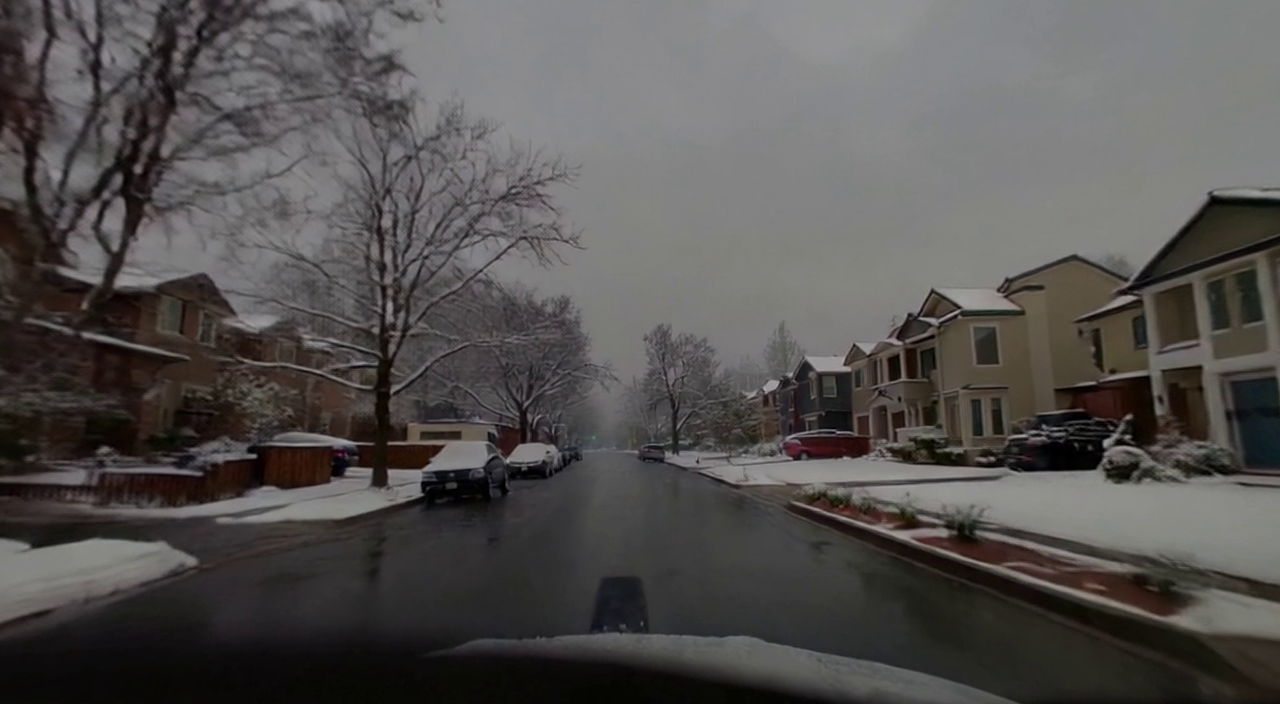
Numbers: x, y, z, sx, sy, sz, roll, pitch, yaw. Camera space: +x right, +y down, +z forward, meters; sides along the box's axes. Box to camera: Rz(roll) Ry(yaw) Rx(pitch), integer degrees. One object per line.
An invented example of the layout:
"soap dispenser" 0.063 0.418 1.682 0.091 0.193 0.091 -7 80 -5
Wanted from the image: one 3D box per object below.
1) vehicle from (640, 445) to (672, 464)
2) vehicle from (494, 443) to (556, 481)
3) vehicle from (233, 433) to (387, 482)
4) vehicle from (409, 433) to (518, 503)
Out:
"vehicle" 1.207 8.087 49.850 2.000 1.456 5.251 1 -9 -5
"vehicle" -5.046 4.908 28.388 2.086 1.493 4.582 -1 -9 -2
"vehicle" -11.820 3.796 22.824 4.414 1.658 1.988 0 -9 -3
"vehicle" -4.717 3.199 17.615 1.974 1.664 4.539 0 -10 -4
